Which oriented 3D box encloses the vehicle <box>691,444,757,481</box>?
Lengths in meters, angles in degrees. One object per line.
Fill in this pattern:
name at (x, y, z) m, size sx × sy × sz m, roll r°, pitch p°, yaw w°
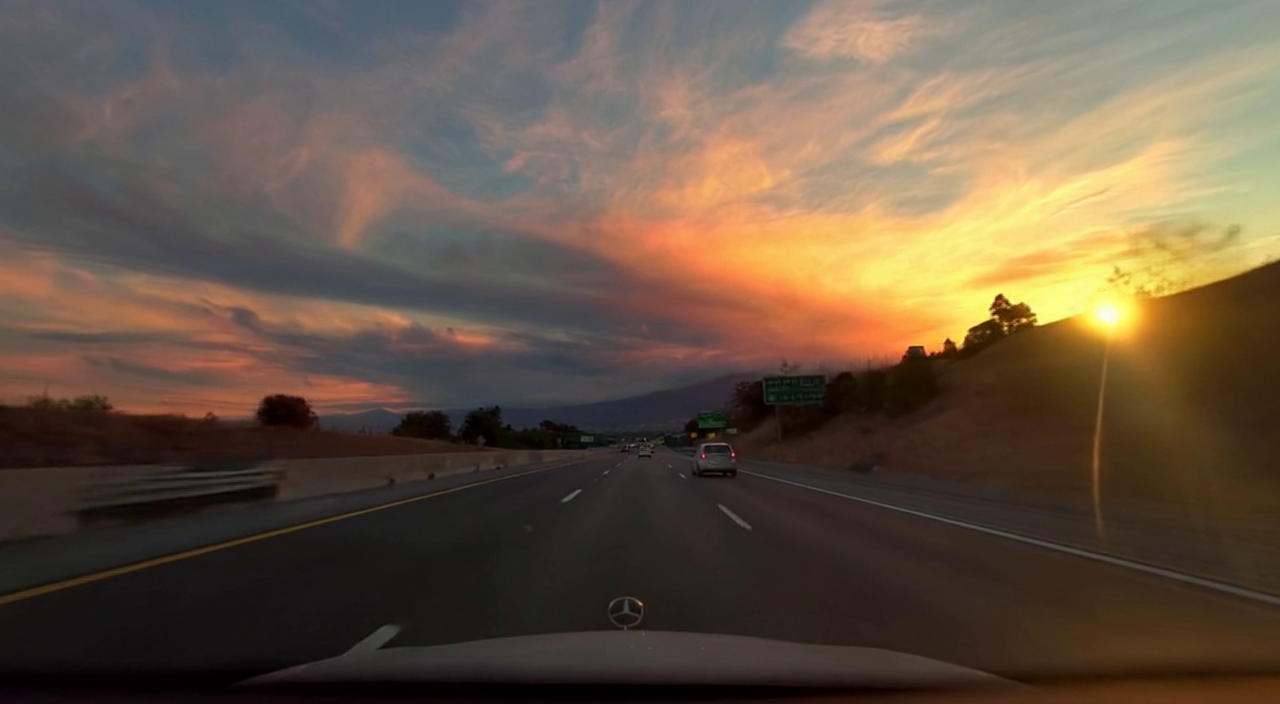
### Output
vehicle at (3.511, 4.726, 27.375) m, size 2.193 × 1.462 × 4.533 m, roll 0°, pitch -8°, yaw -1°
